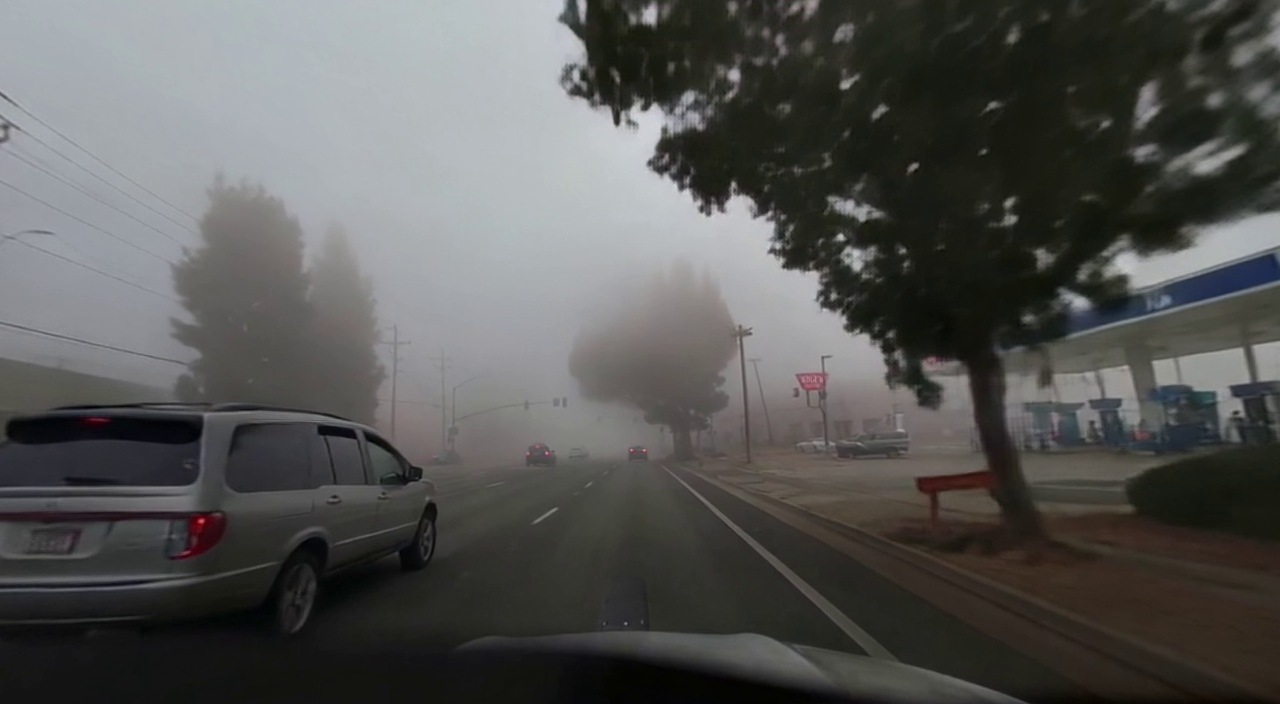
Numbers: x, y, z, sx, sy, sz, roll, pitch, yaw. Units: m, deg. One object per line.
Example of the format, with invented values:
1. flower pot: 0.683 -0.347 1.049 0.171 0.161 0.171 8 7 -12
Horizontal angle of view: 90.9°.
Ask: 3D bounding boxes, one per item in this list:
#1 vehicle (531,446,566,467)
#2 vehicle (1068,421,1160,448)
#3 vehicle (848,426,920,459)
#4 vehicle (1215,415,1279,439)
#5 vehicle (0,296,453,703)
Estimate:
1. vehicle: -6.735 7.701 46.719 1.960 1.468 4.345 0 -8 0
2. vehicle: 30.922 5.425 41.171 4.459 1.605 1.883 -10 -12 44
3. vehicle: 15.936 5.986 41.632 2.178 1.911 5.852 -1 -8 -2
4. vehicle: 41.634 5.018 42.056 4.630 1.529 1.759 -8 -10 42
5. vehicle: -3.150 1.060 4.441 2.190 1.844 4.751 0 -8 0
